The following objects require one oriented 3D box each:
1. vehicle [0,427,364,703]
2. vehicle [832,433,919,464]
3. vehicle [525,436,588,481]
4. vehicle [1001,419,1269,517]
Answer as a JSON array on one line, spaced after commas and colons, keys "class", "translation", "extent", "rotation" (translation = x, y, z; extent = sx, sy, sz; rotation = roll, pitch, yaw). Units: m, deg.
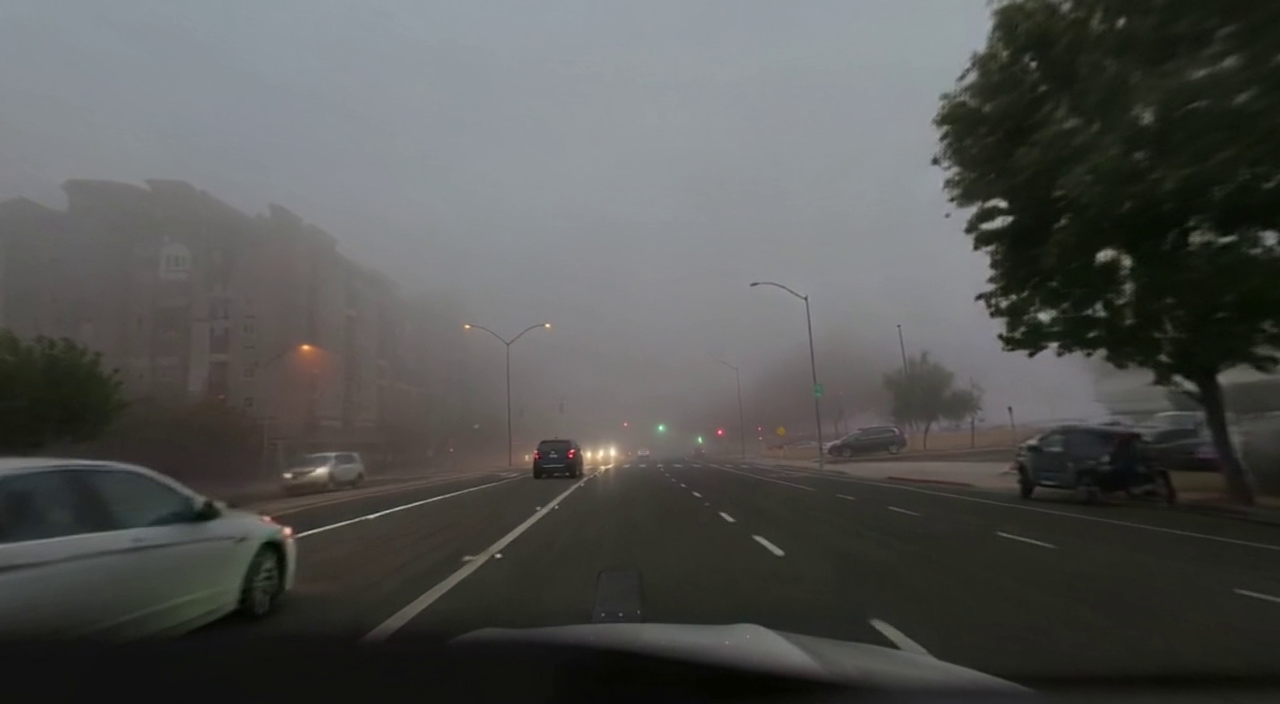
[{"class": "vehicle", "translation": [-3.739, 1.242, 3.877], "extent": [2.144, 1.447, 4.421], "rotation": [0, -9, -1]}, {"class": "vehicle", "translation": [13.757, 5.679, 37.154], "extent": [4.399, 1.722, 2.202], "rotation": [-2, -9, 9]}, {"class": "vehicle", "translation": [-3.808, 4.974, 29.804], "extent": [2.220, 1.888, 4.904], "rotation": [-1, -9, 1]}, {"class": "vehicle", "translation": [9.859, 2.340, 13.172], "extent": [1.992, 1.664, 4.246], "rotation": [0, -9, -3]}]
